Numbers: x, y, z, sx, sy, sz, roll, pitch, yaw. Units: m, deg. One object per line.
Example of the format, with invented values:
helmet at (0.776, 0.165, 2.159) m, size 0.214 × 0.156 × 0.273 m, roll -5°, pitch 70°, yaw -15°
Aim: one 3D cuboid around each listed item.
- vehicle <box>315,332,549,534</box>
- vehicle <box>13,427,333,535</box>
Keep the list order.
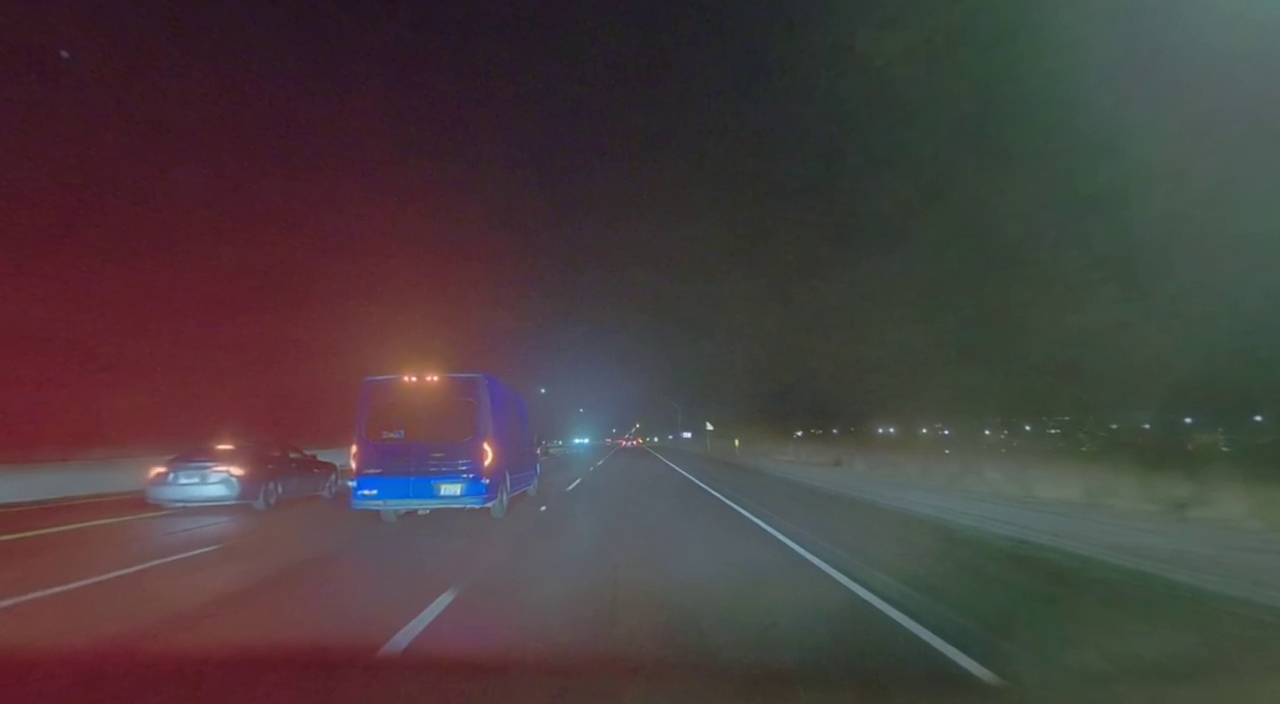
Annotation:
vehicle at (-3.379, 1.587, 12.394) m, size 2.428 × 2.782 × 7.330 m, roll 0°, pitch -8°, yaw -3°
vehicle at (-7.572, 2.088, 11.054) m, size 1.994 × 1.466 × 4.837 m, roll 0°, pitch -8°, yaw -1°
